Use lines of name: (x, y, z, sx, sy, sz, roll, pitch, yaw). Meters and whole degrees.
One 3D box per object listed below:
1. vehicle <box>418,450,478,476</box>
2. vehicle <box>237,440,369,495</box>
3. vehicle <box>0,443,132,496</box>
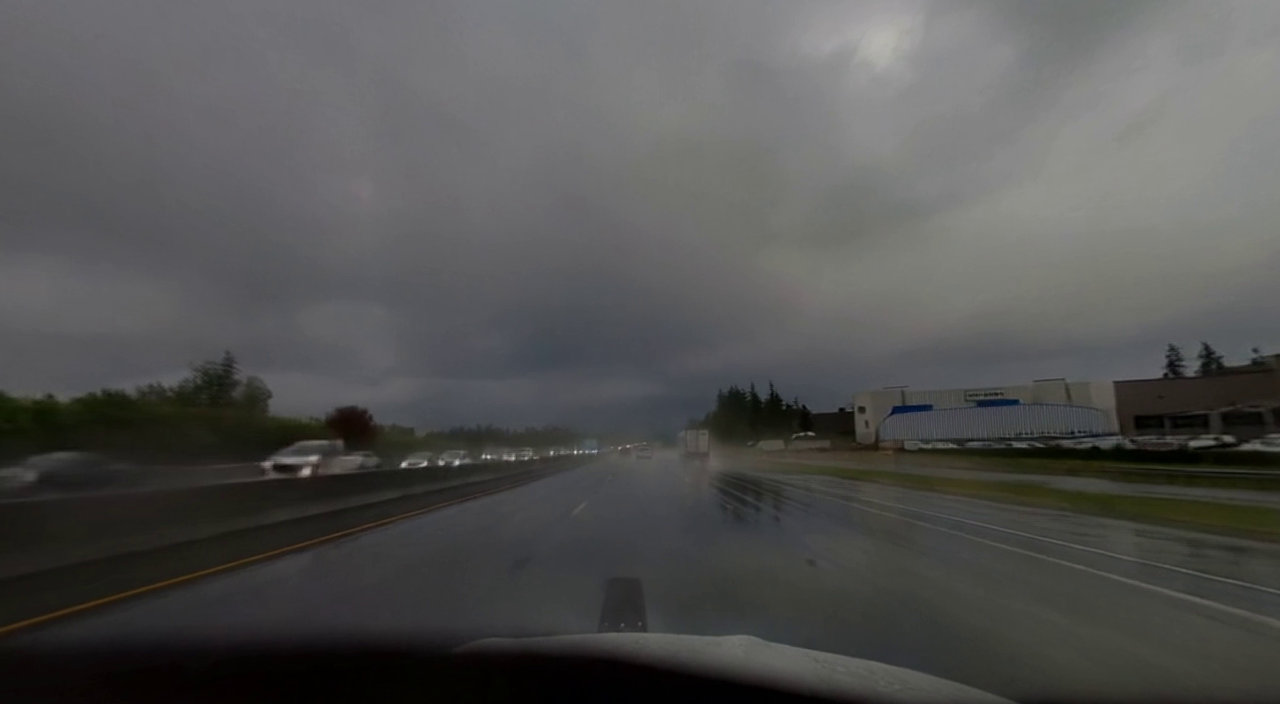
vehicle: (-11.265, 6.544, 37.339, 1.982, 1.420, 4.712, -1, -9, 1)
vehicle: (-10.772, 3.721, 20.576, 1.886, 1.568, 4.269, 0, -9, 1)
vehicle: (-20.392, 3.980, 21.670, 1.924, 1.584, 4.612, 0, -9, 0)
